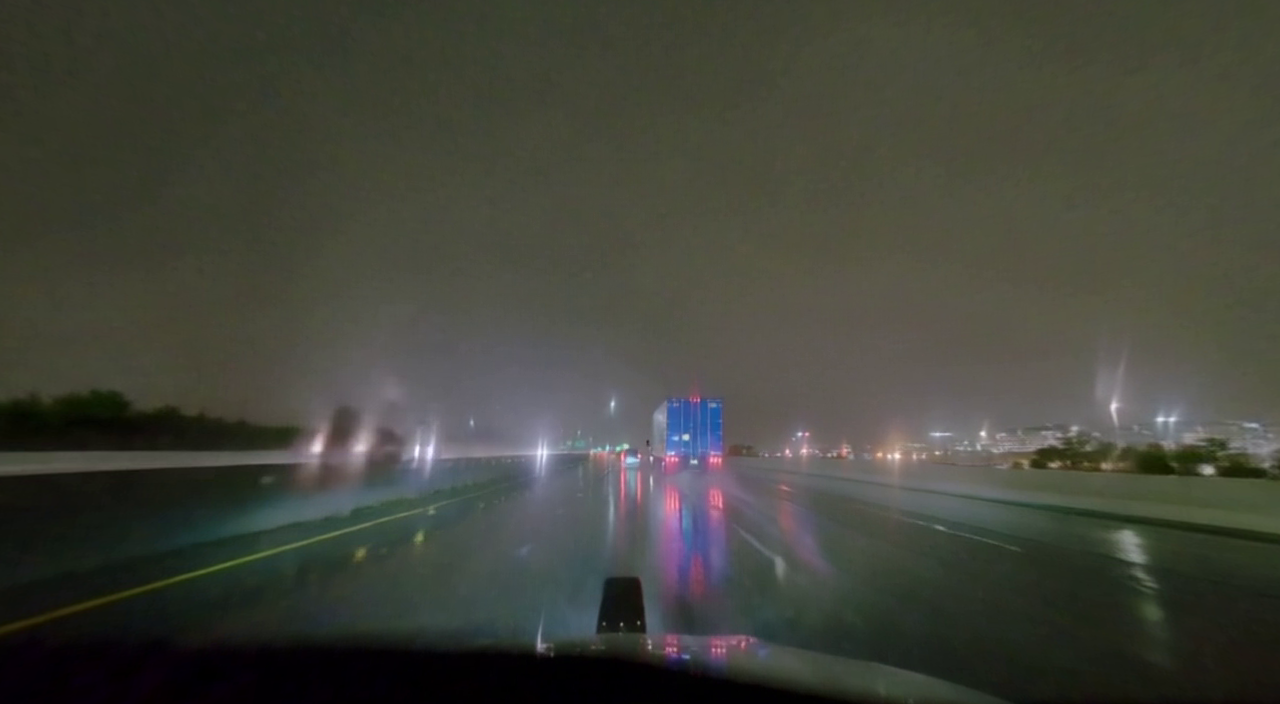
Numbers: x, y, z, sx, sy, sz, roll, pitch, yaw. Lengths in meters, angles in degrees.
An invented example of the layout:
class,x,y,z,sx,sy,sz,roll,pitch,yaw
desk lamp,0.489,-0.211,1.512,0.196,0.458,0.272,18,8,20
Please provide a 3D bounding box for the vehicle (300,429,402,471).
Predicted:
class,x,y,z,sx,sy,sz,roll,pitch,yaw
vehicle,-11.759,4.049,26.067,2.004,1.522,4.569,0,-9,1

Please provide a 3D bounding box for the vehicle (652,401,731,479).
class,x,y,z,sx,sy,sz,roll,pitch,yaw
vehicle,2.966,6.031,42.483,3.462,4.177,16.311,0,-9,-2

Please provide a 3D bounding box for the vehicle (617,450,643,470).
class,x,y,z,sx,sy,sz,roll,pitch,yaw
vehicle,-0.734,8.118,47.698,1.898,1.438,4.053,0,-9,-1
